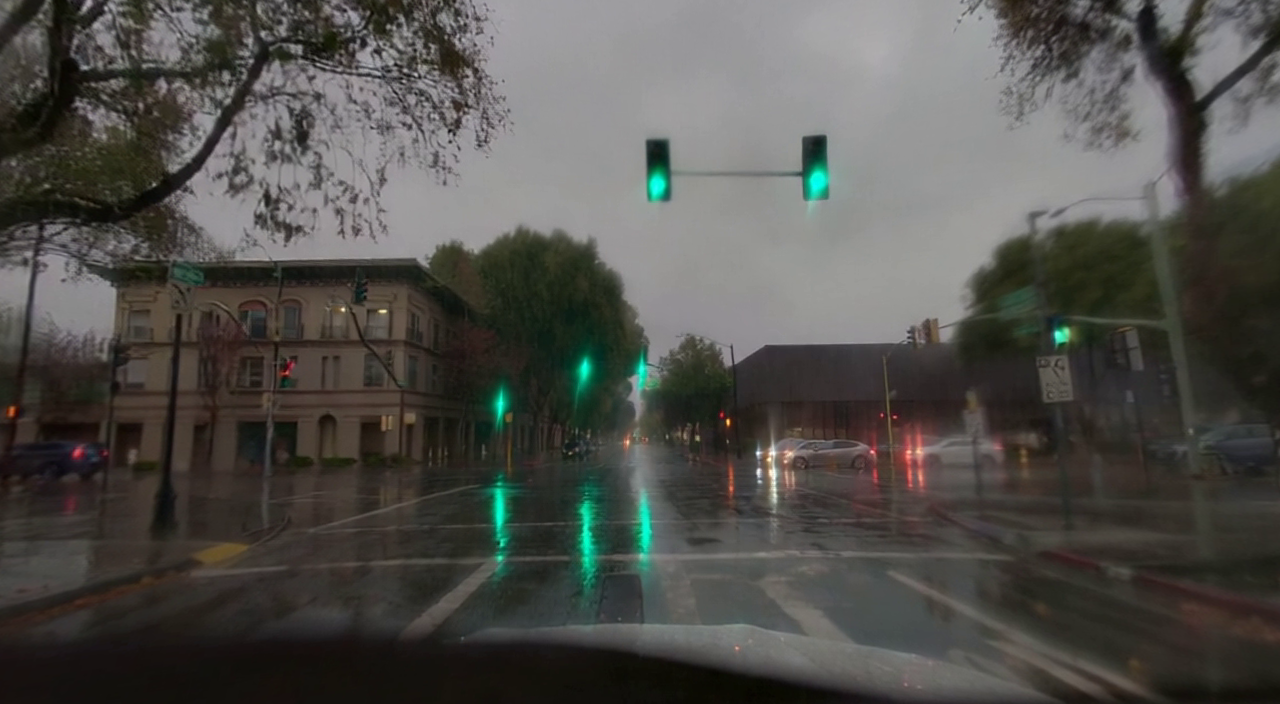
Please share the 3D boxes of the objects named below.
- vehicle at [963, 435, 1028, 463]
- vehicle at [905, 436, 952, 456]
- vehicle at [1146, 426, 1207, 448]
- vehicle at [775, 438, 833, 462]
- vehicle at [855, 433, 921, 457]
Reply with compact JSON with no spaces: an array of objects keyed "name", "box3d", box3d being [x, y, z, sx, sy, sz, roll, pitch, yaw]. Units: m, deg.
[{"name":"vehicle","box3d":[20.972,5.725,37.120,1.851,1.388,3.475,0,-5,0]},{"name":"vehicle","box3d":[21.813,7.143,47.503,1.923,1.463,3.758,-1,-9,3]},{"name":"vehicle","box3d":[41.061,6.538,48.065,1.682,1.422,3.422,3,-10,1]},{"name":"vehicle","box3d":[11.100,6.616,42.262,1.955,1.508,4.295,-8,-12,42]},{"name":"vehicle","box3d":[16.927,6.336,42.695,4.522,1.546,1.941,6,-11,-34]}]
